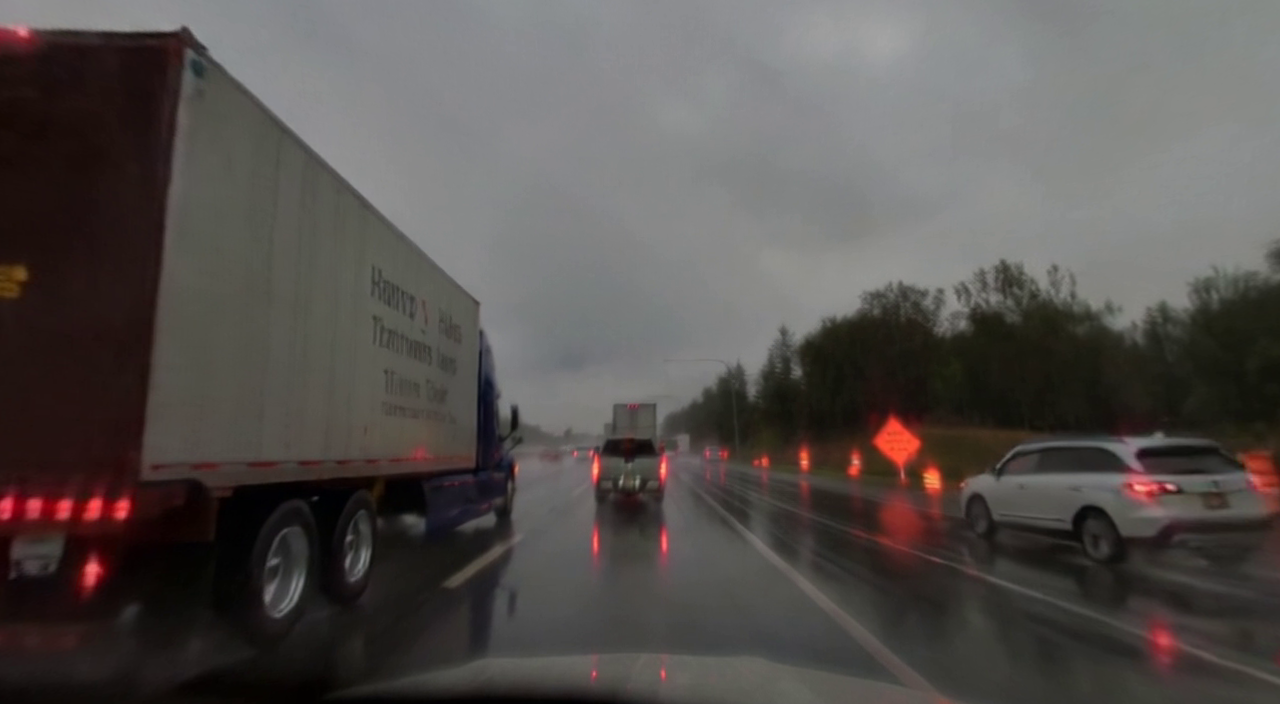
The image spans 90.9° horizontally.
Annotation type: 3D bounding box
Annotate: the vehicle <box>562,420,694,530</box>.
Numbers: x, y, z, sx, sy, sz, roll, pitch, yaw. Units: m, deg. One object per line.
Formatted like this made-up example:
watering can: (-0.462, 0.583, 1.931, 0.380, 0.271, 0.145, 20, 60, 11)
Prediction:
vehicle: (-0.236, 2.314, 12.373, 2.152, 1.779, 3.924, 0, -9, -1)

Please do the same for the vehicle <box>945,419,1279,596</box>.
vehicle: (5.739, 1.722, 7.784, 1.937, 1.601, 3.798, 0, -9, -1)

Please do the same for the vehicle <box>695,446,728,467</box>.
vehicle: (5.338, 7.866, 47.474, 1.918, 1.479, 4.571, 0, -9, -1)

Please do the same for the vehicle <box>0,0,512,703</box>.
vehicle: (-3.796, 0.418, 7.032, 2.990, 3.885, 8.243, 0, -9, 0)
